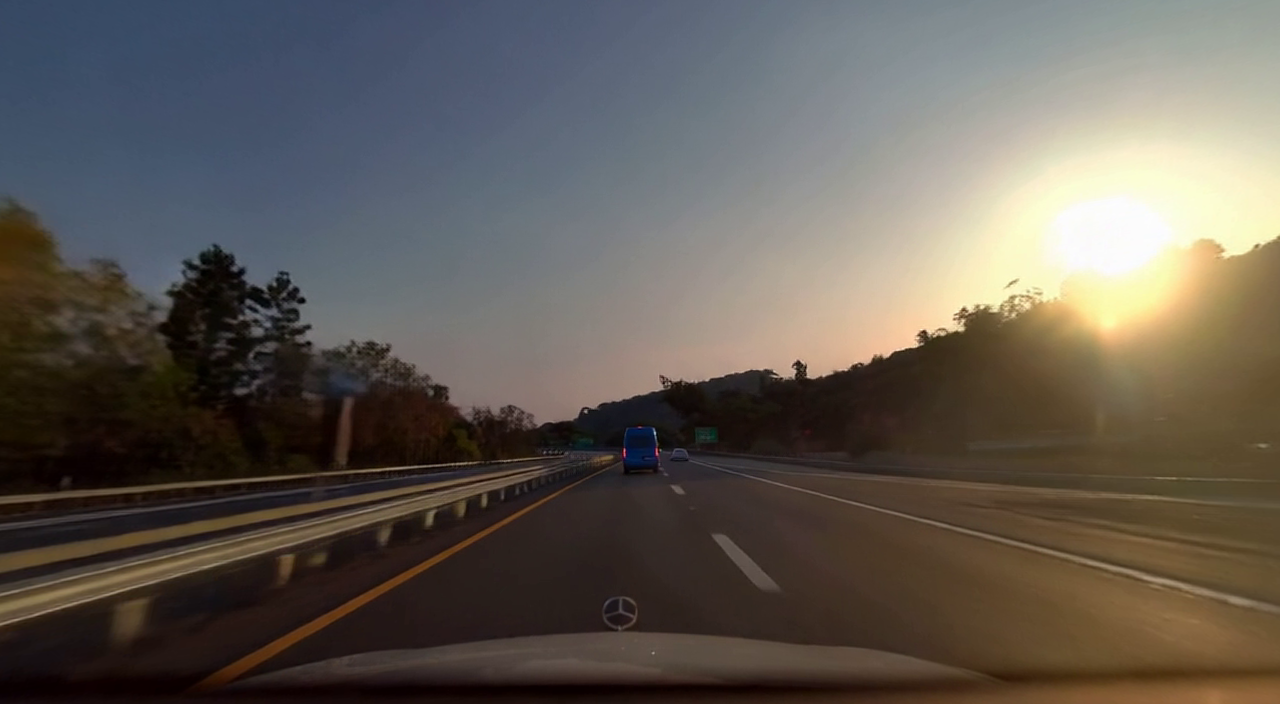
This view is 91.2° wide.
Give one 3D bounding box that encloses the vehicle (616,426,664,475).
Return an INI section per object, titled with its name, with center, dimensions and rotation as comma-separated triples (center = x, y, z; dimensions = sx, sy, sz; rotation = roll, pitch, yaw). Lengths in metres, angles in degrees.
[vehicle]
center = 0.018, 5.714, 36.392
dimensions = 2.560, 2.598, 5.581
rotation = 0, -9, 0
